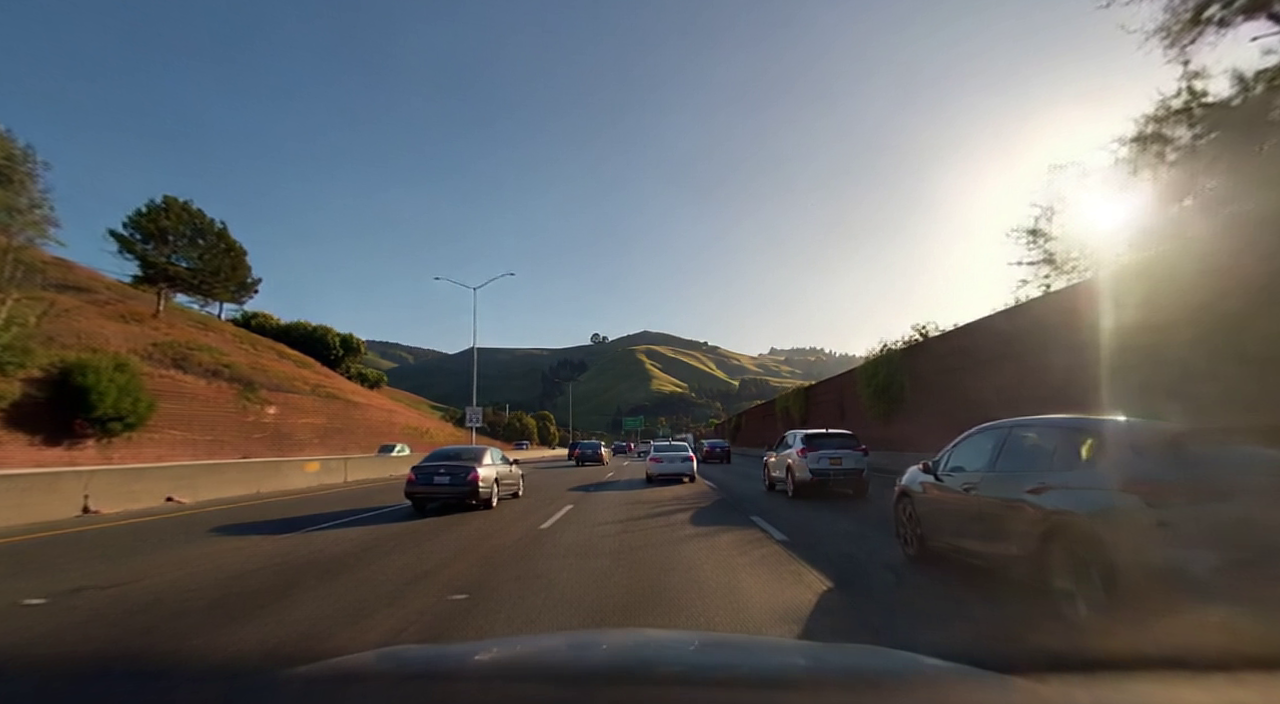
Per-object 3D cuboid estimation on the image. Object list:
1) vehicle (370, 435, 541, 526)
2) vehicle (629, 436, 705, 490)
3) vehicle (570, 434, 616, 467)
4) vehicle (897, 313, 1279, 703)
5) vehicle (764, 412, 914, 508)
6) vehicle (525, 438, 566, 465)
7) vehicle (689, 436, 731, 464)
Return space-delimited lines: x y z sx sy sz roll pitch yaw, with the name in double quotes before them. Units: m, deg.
"vehicle" -3.348 2.406 12.493 1.961 1.456 4.362 0 -8 2
"vehicle" 0.710 3.374 19.525 2.105 1.471 3.978 0 -8 -1
"vehicle" -2.695 5.820 37.352 2.154 1.793 4.736 0 -8 2
"vehicle" 3.767 1.020 4.590 1.930 1.831 4.344 0 -8 0
"vehicle" 4.368 2.454 14.708 1.970 1.872 4.575 0 -8 0
"vehicle" -6.591 6.968 44.436 2.055 1.751 4.825 0 -8 1
"vehicle" 3.910 5.561 35.875 1.855 1.513 3.915 0 -8 -1
